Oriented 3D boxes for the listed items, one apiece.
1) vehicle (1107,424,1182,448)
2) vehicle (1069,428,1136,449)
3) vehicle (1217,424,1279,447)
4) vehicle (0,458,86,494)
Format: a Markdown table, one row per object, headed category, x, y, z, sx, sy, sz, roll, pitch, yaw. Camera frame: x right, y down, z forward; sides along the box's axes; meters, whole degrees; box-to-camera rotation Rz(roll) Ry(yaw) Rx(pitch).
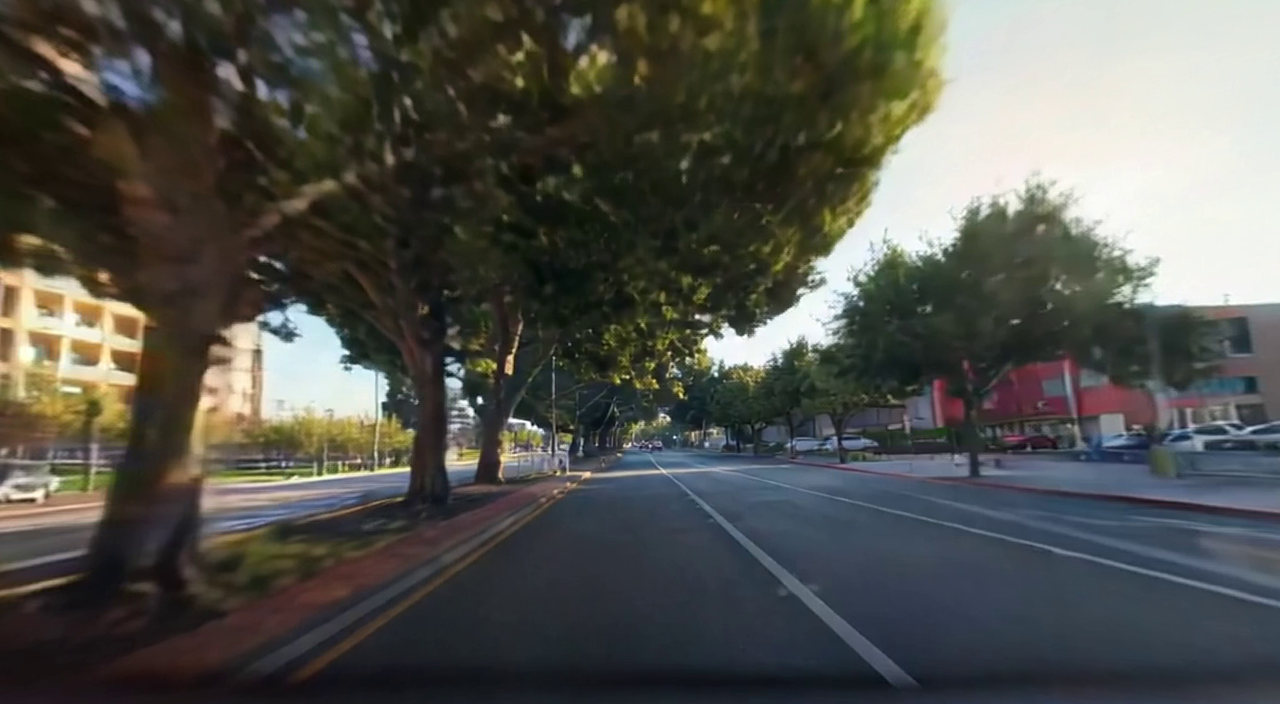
| category | x | y | z | sx | sy | sz | roll | pitch | yaw |
| --- | --- | --- | --- | --- | --- | --- | --- | --- | --- |
| vehicle | 38.613 | 6.493 | 48.517 | 2.005 | 1.609 | 4.236 | -1 | -9 | -4 |
| vehicle | 35.841 | 6.729 | 49.118 | 1.858 | 1.507 | 4.593 | 0 | -7 | 1 |
| vehicle | 41.583 | 5.583 | 41.989 | 1.873 | 1.480 | 4.813 | 0 | -9 | 0 |
| vehicle | -30.287 | 6.018 | 30.758 | 4.679 | 1.661 | 1.923 | 0 | -9 | -1 |
